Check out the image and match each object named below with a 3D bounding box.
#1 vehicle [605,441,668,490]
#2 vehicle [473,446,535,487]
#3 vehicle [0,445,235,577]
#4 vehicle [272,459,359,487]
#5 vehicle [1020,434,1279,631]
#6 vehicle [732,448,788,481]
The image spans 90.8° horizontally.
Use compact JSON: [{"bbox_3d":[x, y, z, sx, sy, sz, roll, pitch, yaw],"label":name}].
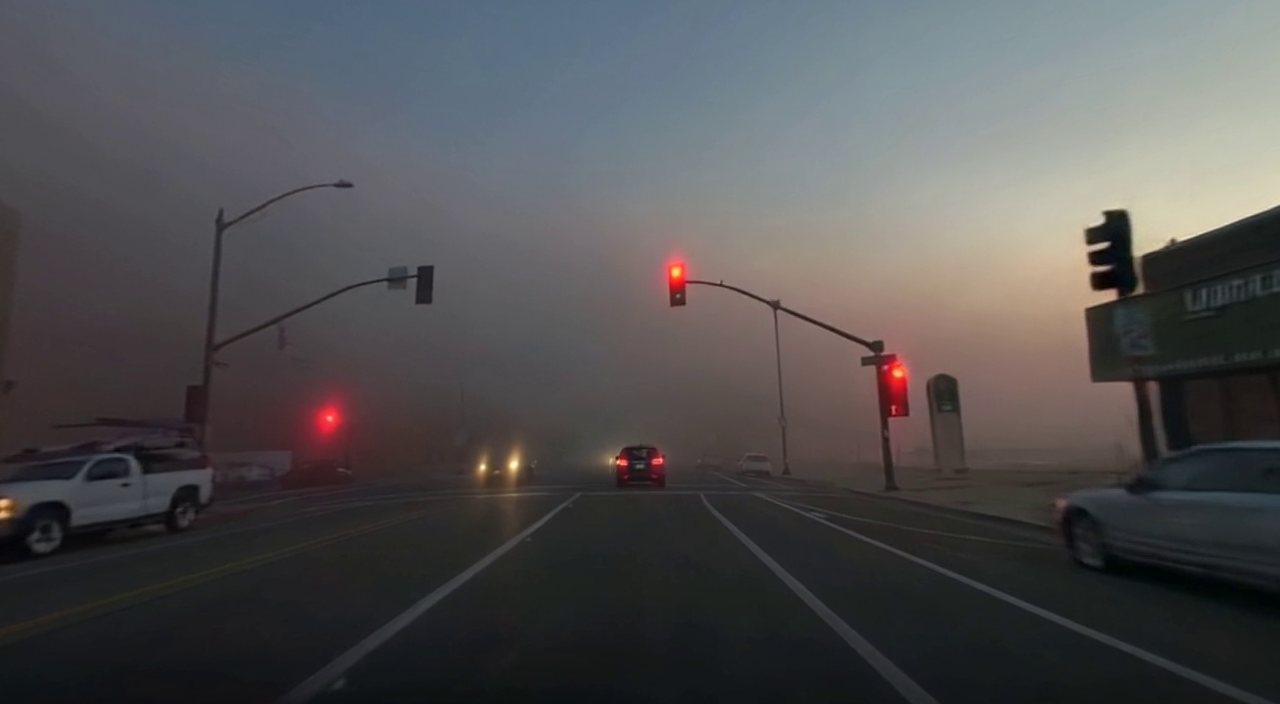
[{"bbox_3d":[-0.108,4.047,22.952,2.086,1.575,4.205,0,-8,0],"label":"vehicle"},{"bbox_3d":[-6.148,5.192,29.034,1.918,1.679,4.209,0,-9,0],"label":"vehicle"},{"bbox_3d":[-11.181,2.913,12.644,2.240,2.052,5.872,0,-8,0],"label":"vehicle"},{"bbox_3d":[-19.986,7.501,39.028,4.212,1.641,1.935,-1,-13,2],"label":"vehicle"},{"bbox_3d":[5.719,1.494,5.674,1.824,1.466,4.345,0,-9,-1],"label":"vehicle"},{"bbox_3d":[5.914,5.585,31.699,1.859,1.470,4.476,0,-8,-1],"label":"vehicle"}]
